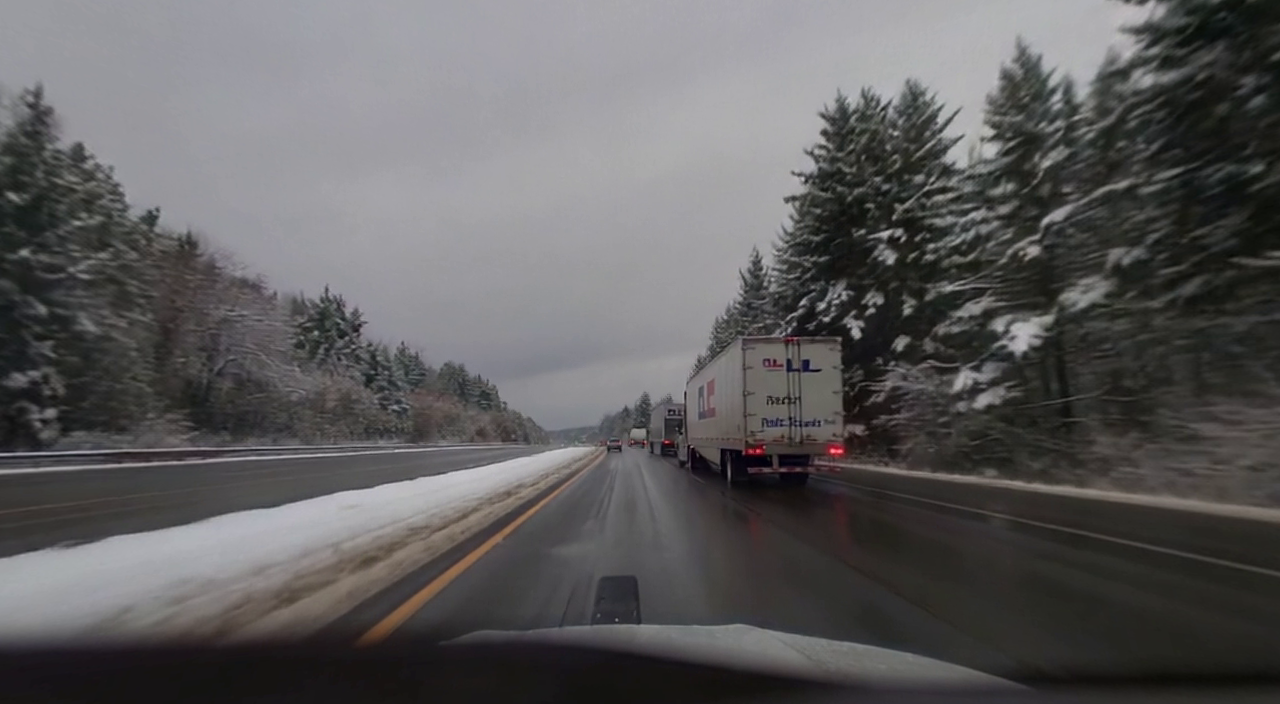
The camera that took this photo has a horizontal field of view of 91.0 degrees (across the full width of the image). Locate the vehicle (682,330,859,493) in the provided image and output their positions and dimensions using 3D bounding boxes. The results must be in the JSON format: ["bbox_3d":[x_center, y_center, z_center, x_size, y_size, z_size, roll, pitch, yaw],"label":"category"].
[{"bbox_3d":[3.700,2.474,22.945,2.863,4.031,14.678,0,-8,-2],"label":"vehicle"}]
